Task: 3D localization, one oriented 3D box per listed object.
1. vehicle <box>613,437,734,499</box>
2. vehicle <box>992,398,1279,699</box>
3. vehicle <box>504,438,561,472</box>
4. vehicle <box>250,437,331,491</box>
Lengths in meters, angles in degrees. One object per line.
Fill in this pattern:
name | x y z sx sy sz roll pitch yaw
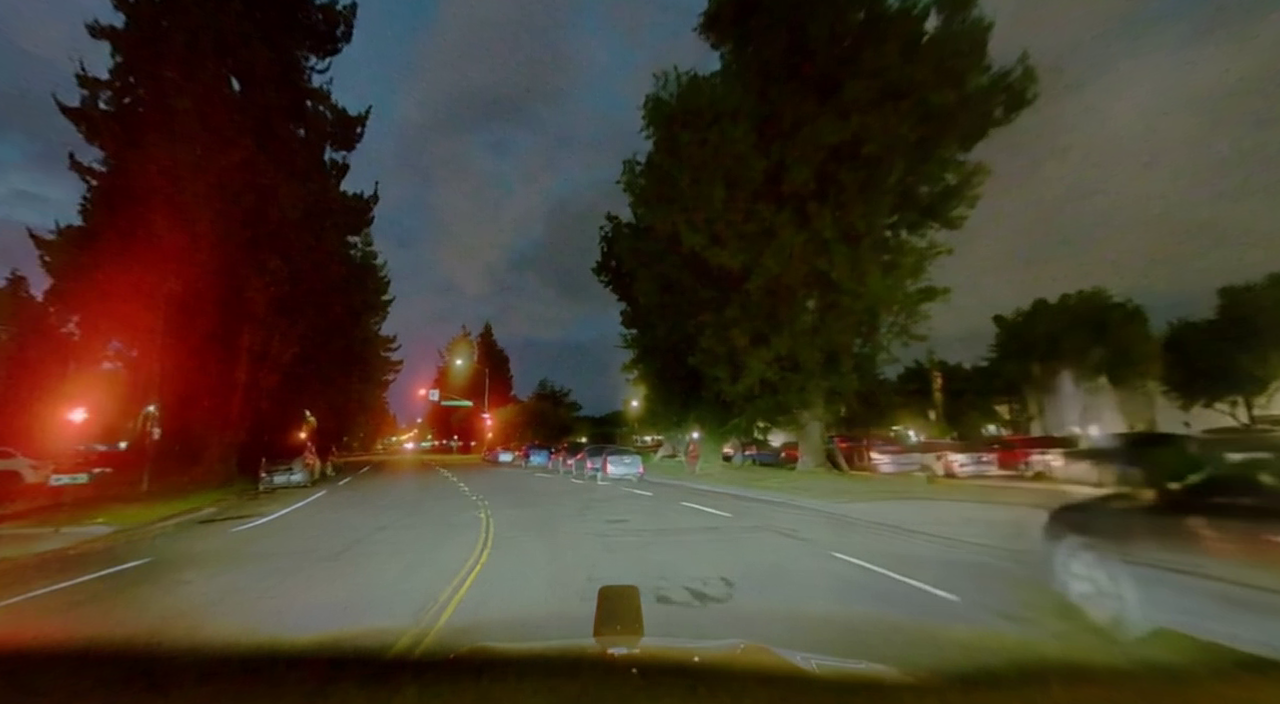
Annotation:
vehicle | 0.774 3.210 18.131 1.884 1.508 4.713 3 -8 -17
vehicle | 4.287 0.997 3.210 2.066 1.509 4.579 1 -8 -5
vehicle | -6.562 6.130 38.079 2.255 1.863 5.629 3 -9 -21
vehicle | -14.043 4.542 25.691 2.171 1.838 5.344 1 -10 -22
